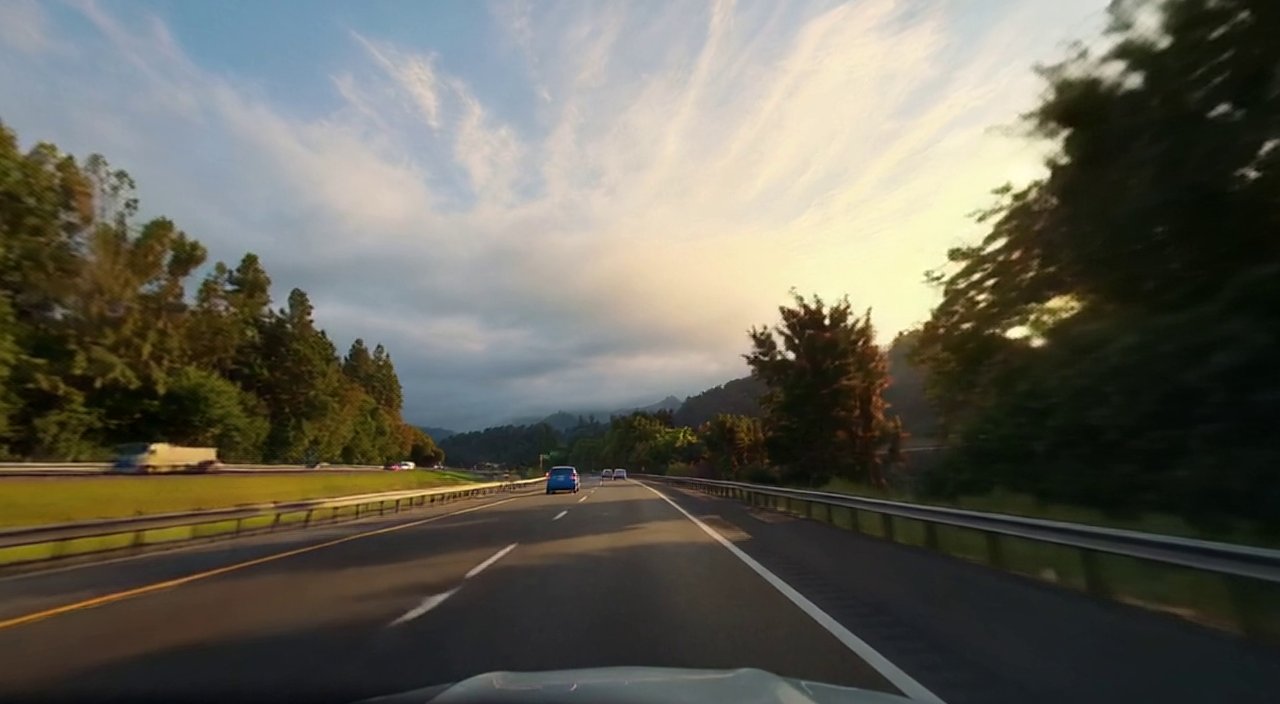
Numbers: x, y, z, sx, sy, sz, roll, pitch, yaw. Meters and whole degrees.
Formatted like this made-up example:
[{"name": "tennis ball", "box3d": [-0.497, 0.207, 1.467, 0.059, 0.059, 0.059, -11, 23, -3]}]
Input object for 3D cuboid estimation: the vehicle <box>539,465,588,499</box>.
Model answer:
[{"name": "vehicle", "box3d": [-3.773, 6.539, 31.833, 1.967, 1.556, 4.364, 1, -11, -1]}]
